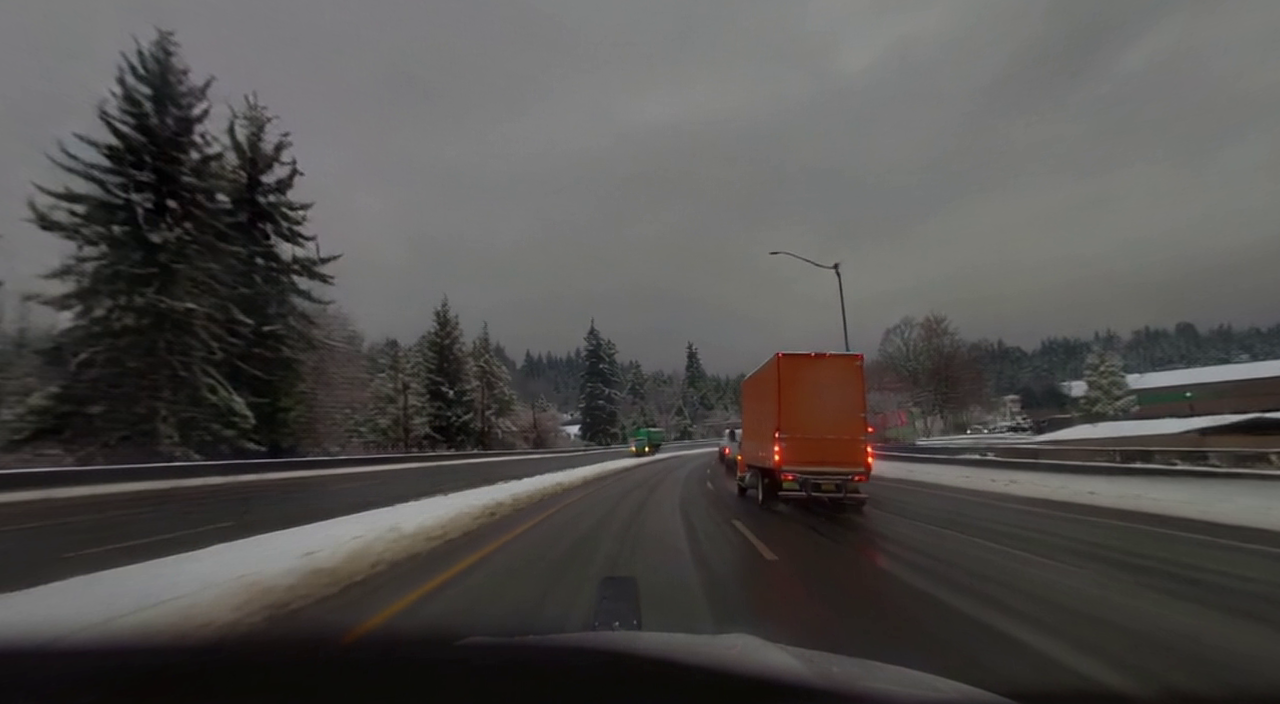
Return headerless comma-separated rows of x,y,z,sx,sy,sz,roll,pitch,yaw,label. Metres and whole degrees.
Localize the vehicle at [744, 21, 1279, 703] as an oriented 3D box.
4.081,1.324,9.734,2.916,3.563,14.462,0,-9,2,vehicle
